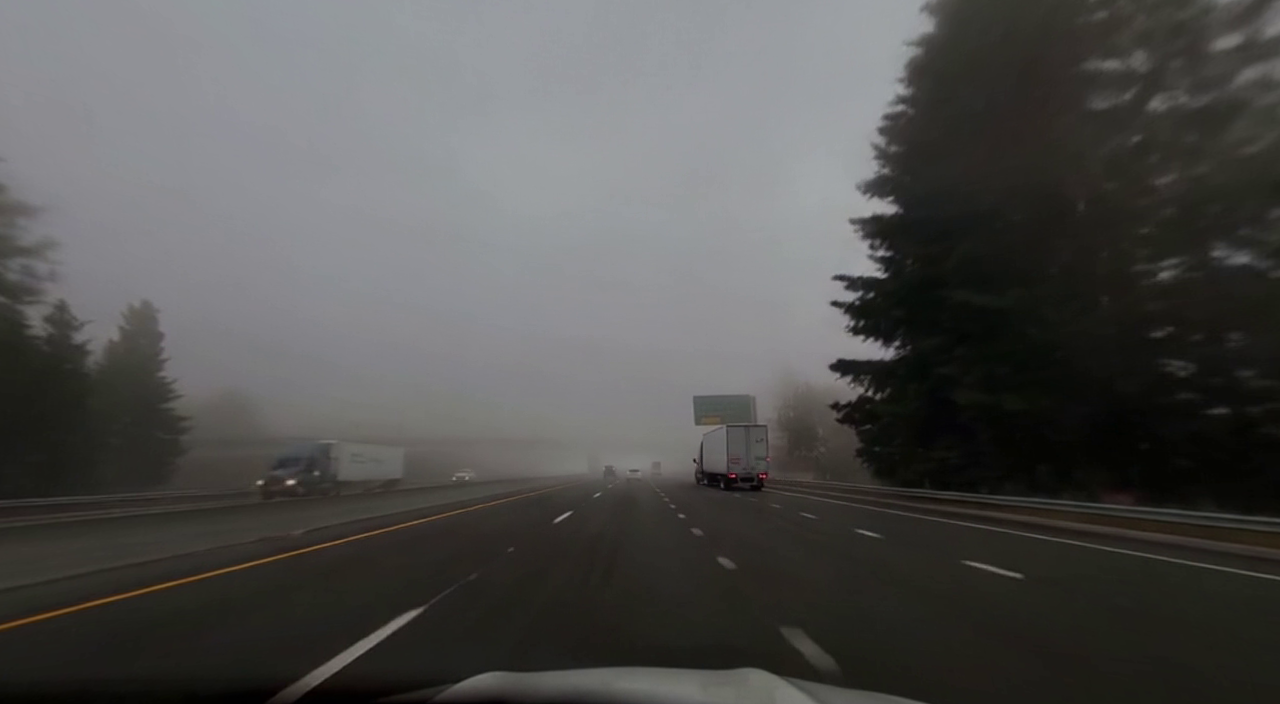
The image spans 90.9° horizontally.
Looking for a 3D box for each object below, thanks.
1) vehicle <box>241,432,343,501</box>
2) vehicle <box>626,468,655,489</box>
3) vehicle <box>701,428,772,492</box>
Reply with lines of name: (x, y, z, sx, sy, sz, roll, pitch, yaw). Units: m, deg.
vehicle: (-22.591, 7.520, 41.409, 2.988, 4.124, 6.101, 1, -10, 0)
vehicle: (-0.008, 9.238, 46.232, 2.029, 1.459, 3.684, 1, -10, -1)
vehicle: (6.869, 8.183, 47.300, 2.926, 4.073, 13.836, 1, -10, -1)
